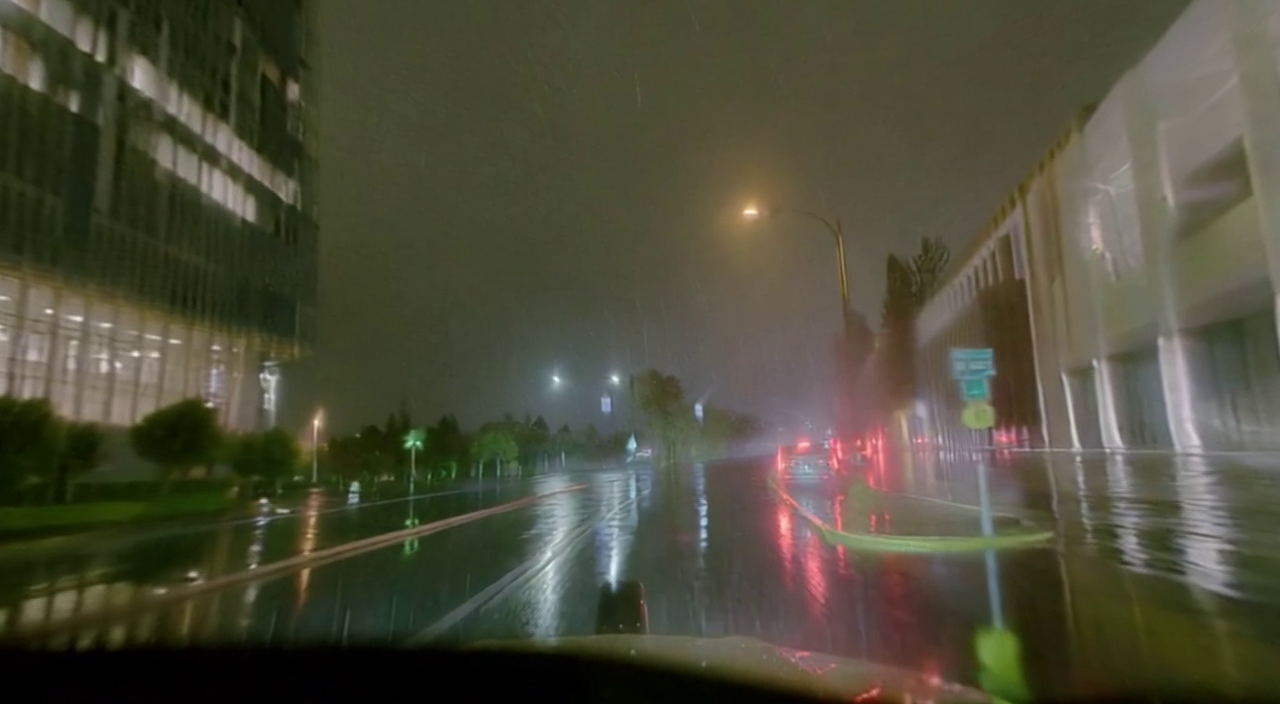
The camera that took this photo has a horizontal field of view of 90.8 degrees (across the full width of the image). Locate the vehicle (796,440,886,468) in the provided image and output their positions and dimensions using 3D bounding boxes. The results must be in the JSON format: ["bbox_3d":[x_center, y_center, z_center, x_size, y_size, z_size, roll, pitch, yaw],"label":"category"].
[{"bbox_3d":[10.435,5.266,32.776,4.218,1.385,1.830,4,-9,-24],"label":"vehicle"}]

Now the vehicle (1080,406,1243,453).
[{"bbox_3d":[21.225,3.251,26.002,4.871,1.757,2.014,-7,-11,37],"label":"vehicle"}]
